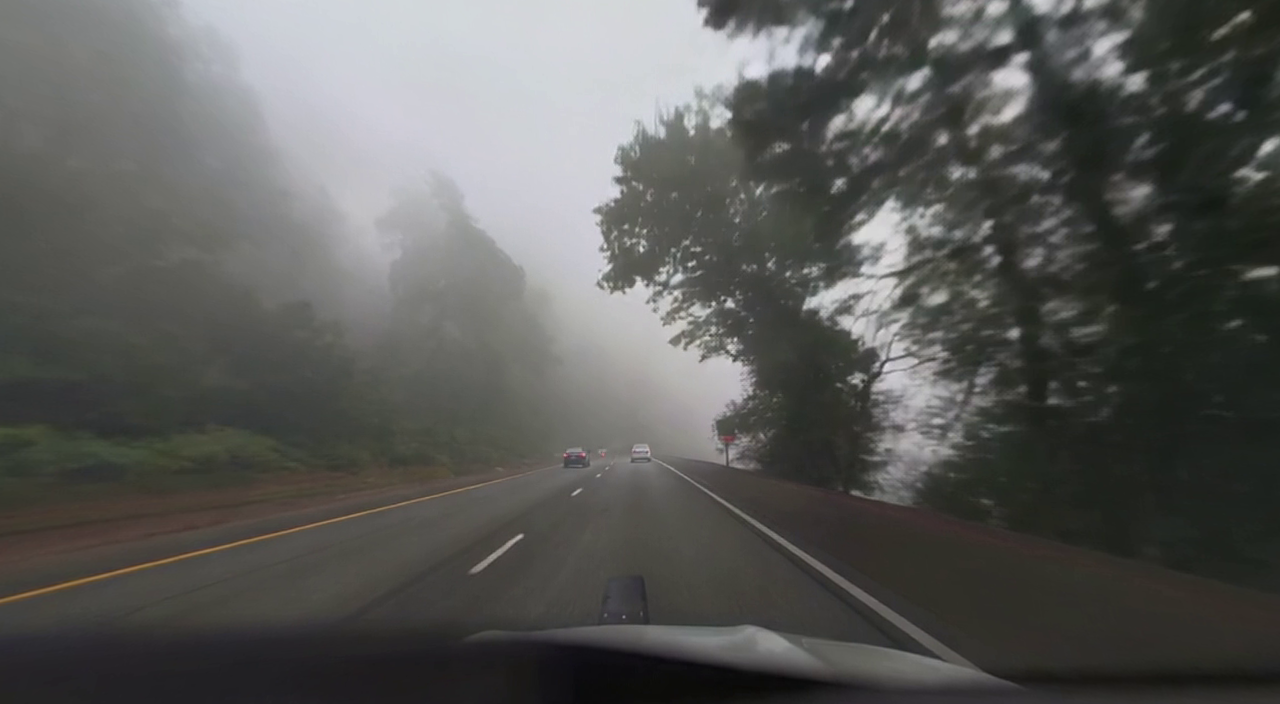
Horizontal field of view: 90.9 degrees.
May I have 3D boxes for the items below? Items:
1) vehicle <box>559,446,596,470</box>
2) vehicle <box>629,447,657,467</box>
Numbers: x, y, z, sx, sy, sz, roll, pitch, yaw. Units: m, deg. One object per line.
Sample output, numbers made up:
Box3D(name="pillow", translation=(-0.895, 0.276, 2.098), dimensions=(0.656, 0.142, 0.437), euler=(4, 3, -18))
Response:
Box3D(name="vehicle", translation=(-4.106, 7.056, 42.119), dimensions=(2.112, 1.498, 4.117), euler=(0, -9, -1))
Box3D(name="vehicle", translation=(0.225, 8.016, 48.157), dimensions=(1.989, 1.402, 3.831), euler=(0, -9, 0))
